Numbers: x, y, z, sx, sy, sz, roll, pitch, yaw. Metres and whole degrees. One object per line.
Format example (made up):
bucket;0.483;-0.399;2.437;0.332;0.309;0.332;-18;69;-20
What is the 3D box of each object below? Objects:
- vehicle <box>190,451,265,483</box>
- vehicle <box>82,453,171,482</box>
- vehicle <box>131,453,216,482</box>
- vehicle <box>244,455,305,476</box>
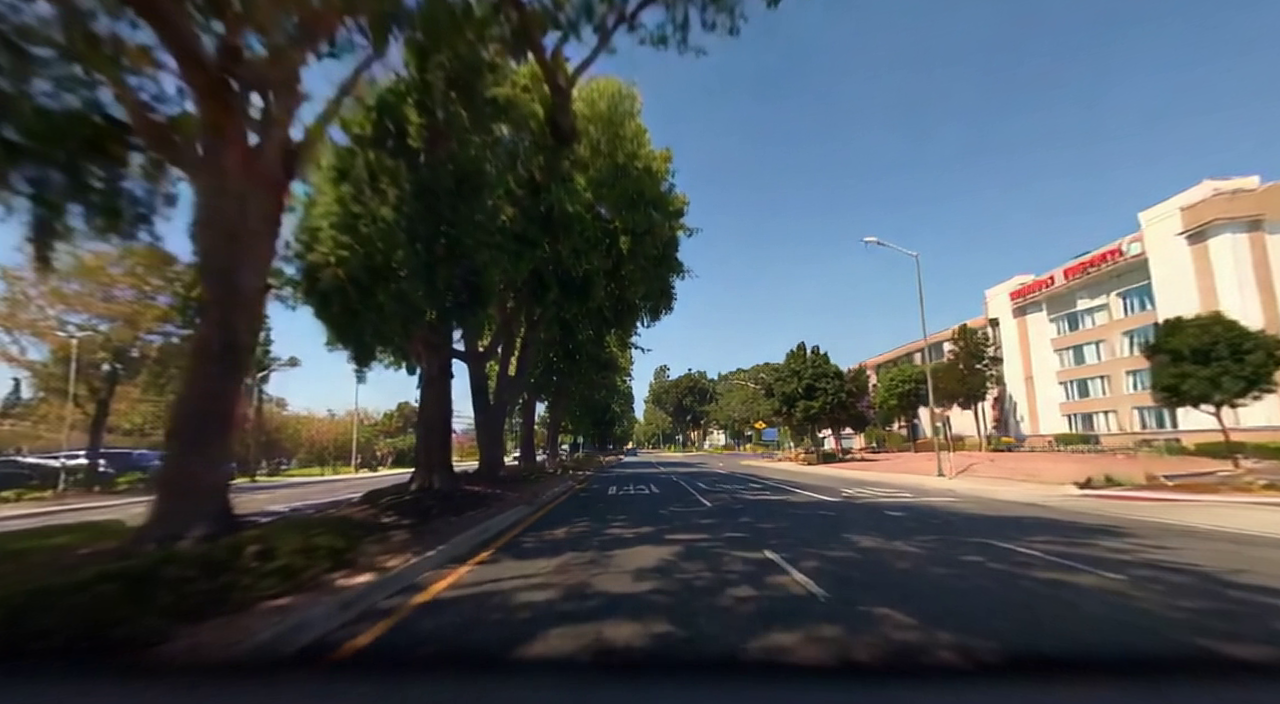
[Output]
vehicle;-28.186;7.875;43.379;2.019;1.934;5.018;-2;-10;-3
vehicle;-34.559;7.782;42.735;2.051;1.757;4.689;0;-9;0
vehicle;-31.337;7.752;42.642;1.947;1.751;4.926;0;-8;0
vehicle;-28.205;8.747;48.917;1.852;1.482;4.823;0;-9;0
